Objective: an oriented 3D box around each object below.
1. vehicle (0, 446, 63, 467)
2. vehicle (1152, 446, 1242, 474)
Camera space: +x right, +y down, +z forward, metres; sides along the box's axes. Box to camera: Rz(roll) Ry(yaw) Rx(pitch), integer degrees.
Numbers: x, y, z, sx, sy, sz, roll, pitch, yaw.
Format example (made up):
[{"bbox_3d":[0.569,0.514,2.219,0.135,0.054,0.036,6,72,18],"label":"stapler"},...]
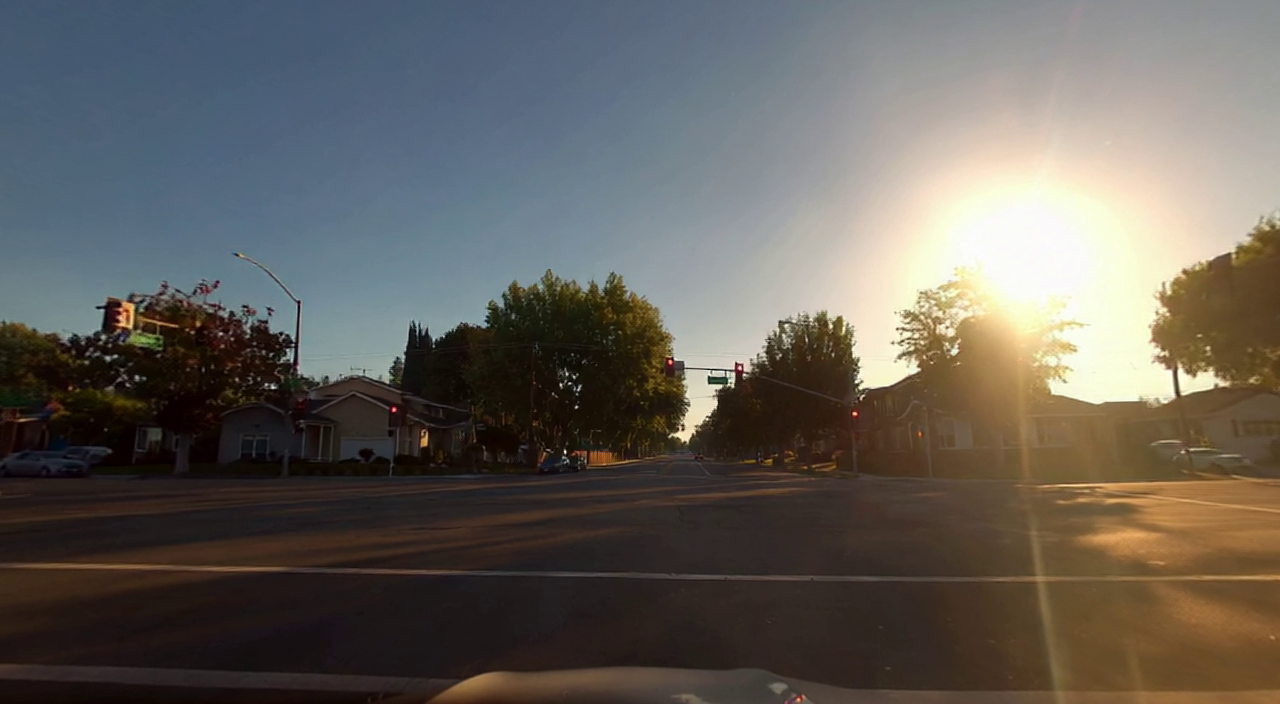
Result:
[{"bbox_3d":[-44.283,7.501,45.386,3.949,1.422,1.744,0,-9,1],"label":"vehicle"},{"bbox_3d":[36.780,7.097,41.878,1.853,1.723,4.460,0,-9,-1],"label":"vehicle"}]
